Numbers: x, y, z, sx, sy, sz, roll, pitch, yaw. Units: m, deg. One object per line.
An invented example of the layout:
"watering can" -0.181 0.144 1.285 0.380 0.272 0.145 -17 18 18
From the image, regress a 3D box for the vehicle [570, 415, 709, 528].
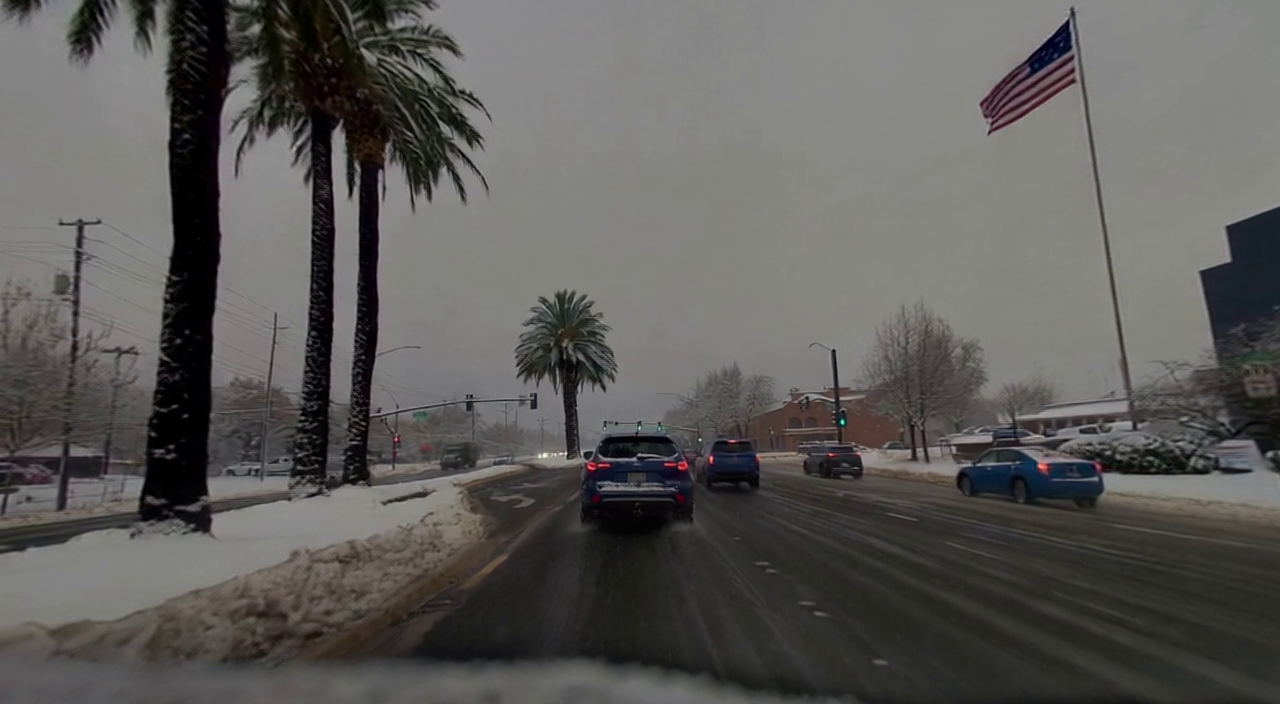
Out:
"vehicle" -0.047 2.403 13.261 2.402 1.938 4.535 0 -8 -1

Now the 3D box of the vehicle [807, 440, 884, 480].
"vehicle" 10.036 5.302 31.344 2.155 1.779 4.582 0 -8 -2

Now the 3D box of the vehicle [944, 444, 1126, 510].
"vehicle" 9.939 3.142 16.415 1.967 1.485 4.267 0 -8 0

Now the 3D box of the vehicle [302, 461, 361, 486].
"vehicle" -21.737 8.581 44.678 1.873 1.484 4.571 -2 -8 0

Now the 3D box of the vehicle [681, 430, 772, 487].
"vehicle" 3.332 4.320 25.956 2.773 2.021 6.212 0 -8 -1

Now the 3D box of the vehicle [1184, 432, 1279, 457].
"vehicle" 36.388 5.730 38.958 1.839 1.455 4.395 0 -9 2

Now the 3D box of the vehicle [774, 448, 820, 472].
"vehicle" 10.167 6.988 41.137 1.855 1.495 4.143 0 -8 -1
